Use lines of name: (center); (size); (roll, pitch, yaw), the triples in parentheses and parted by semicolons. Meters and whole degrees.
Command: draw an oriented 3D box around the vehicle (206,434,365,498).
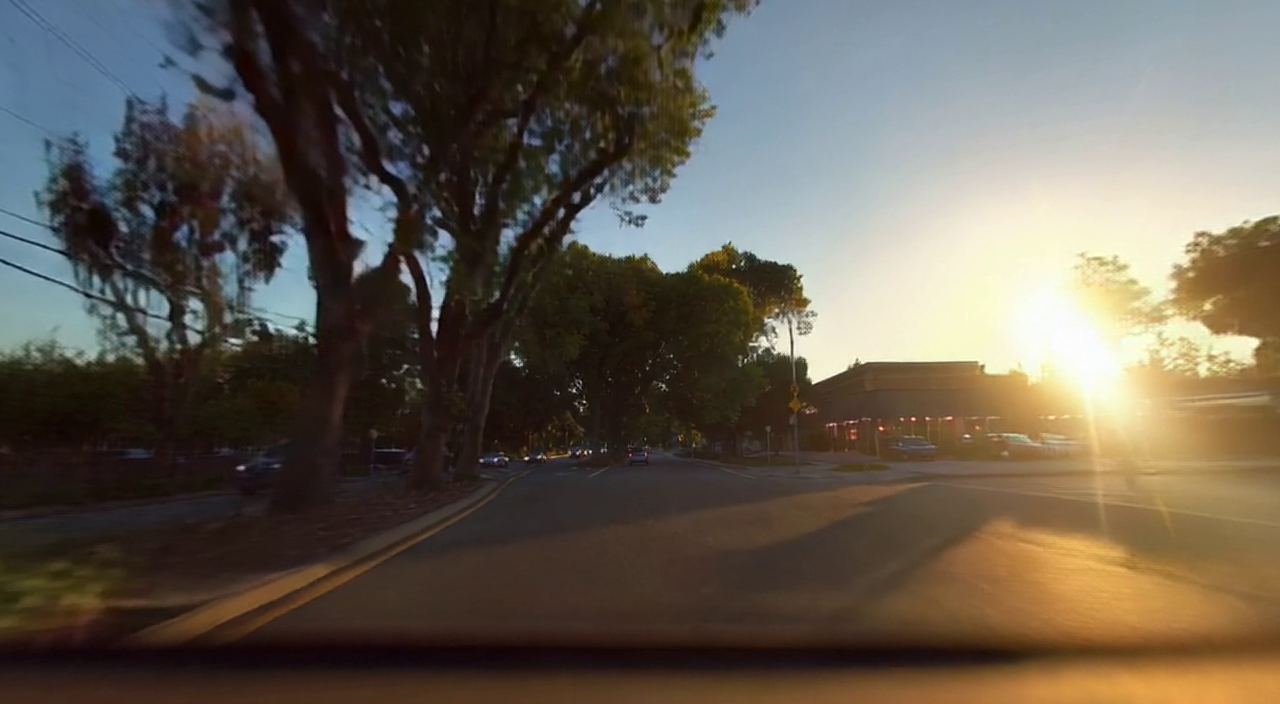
vehicle: (-10.743, 3.471, 19.646); (2.189, 1.747, 4.651); (0, -8, 1)

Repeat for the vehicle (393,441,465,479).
vehicle: (-10.726, 5.490, 32.381); (2.000, 1.817, 4.624); (0, -8, 1)

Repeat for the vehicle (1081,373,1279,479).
vehicle: (19.047, 2.318, 19.533); (8.462, 3.012, 2.906); (0, -8, 0)

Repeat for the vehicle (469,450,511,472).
vehicle: (-10.847, 7.901, 45.914); (1.873, 1.516, 4.339); (0, -8, 1)

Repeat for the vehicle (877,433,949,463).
vehicle: (16.996, 6.052, 39.593); (2.021, 1.753, 4.941); (0, -9, -4)

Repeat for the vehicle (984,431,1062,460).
vehicle: (24.268, 5.989, 40.198); (1.996, 1.723, 4.576); (0, -10, -1)
